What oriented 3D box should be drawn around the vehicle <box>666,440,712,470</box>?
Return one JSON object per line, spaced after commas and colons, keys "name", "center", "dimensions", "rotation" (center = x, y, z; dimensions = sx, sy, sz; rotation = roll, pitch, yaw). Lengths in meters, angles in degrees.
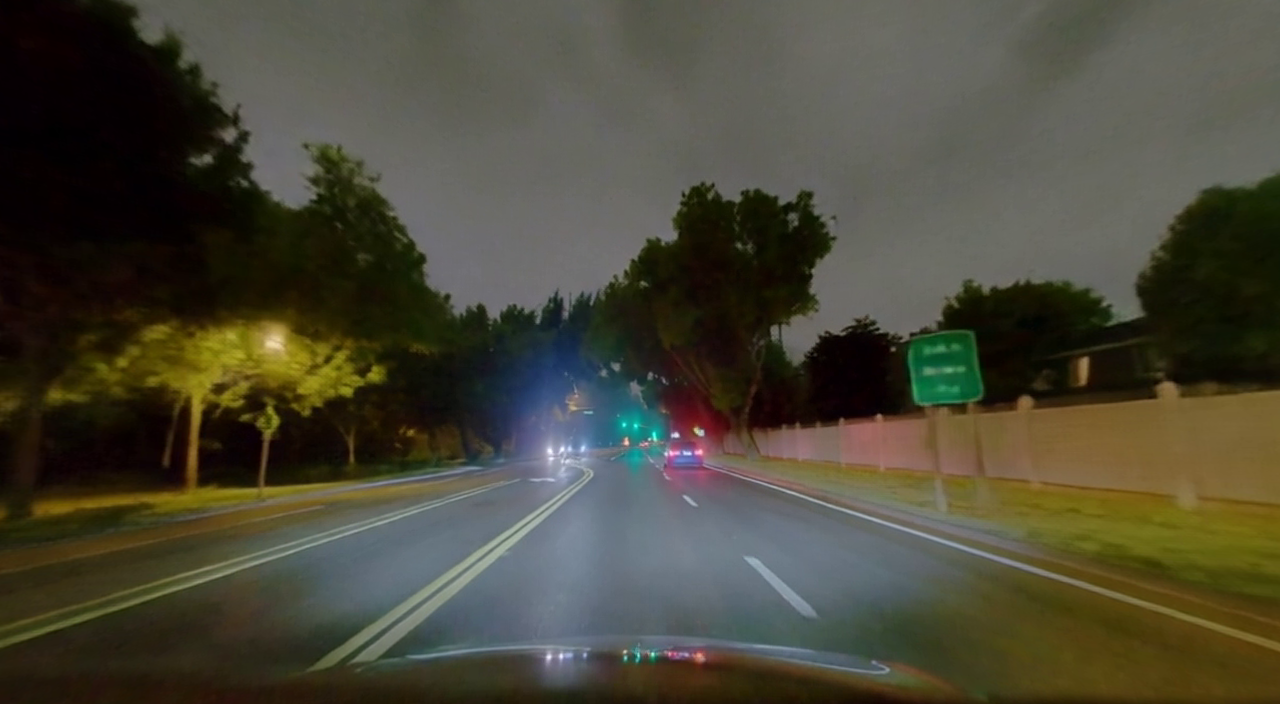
{"name": "vehicle", "center": [2.480, 5.355, 33.153], "dimensions": [1.991, 1.476, 4.153], "rotation": [0, -8, -1]}
